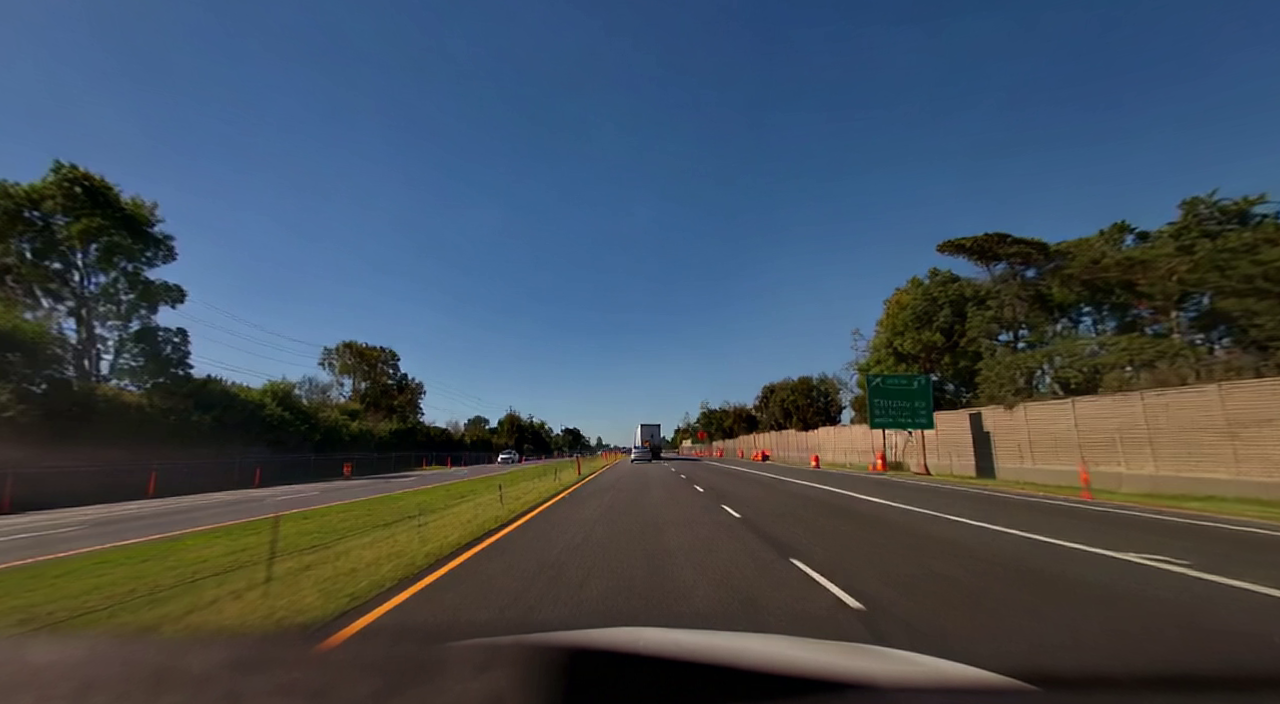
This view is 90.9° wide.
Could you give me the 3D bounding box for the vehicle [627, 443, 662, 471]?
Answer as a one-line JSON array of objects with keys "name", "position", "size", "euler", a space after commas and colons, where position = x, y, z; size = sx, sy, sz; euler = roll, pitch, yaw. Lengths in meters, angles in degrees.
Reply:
[{"name": "vehicle", "position": [0.256, 6.432, 38.818], "size": [2.065, 1.573, 3.734], "euler": [0, -9, -1]}]
